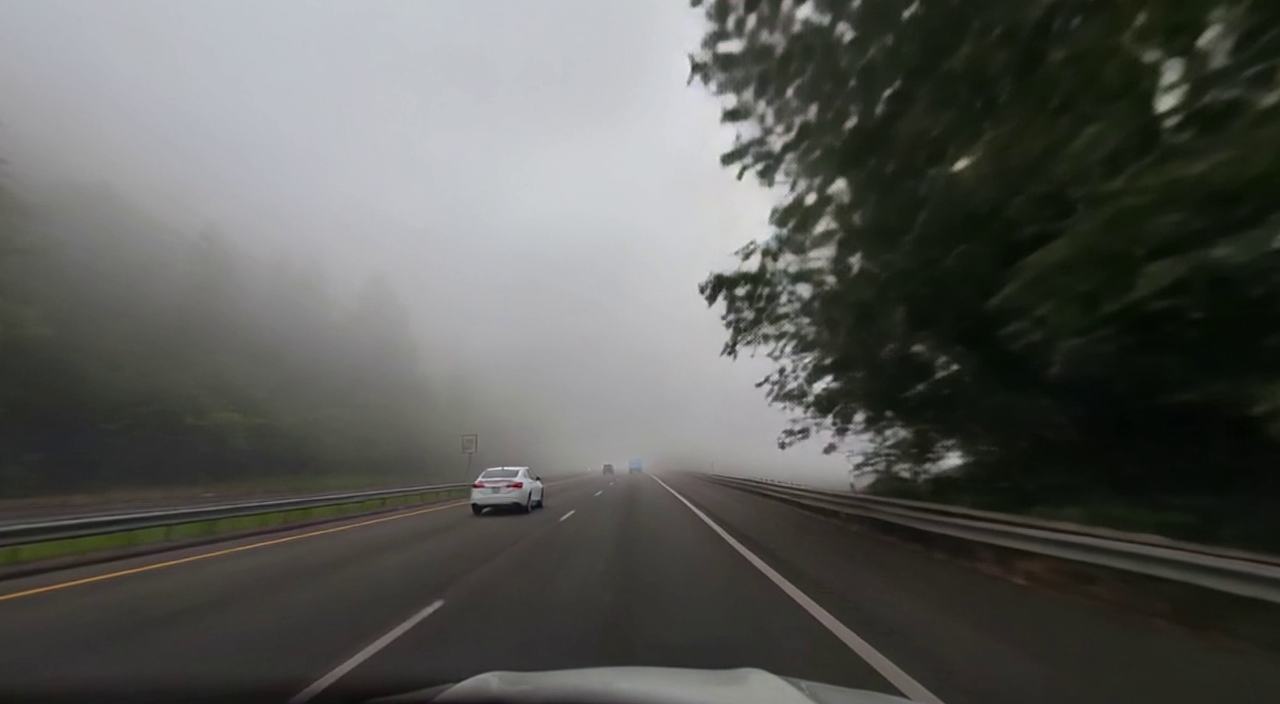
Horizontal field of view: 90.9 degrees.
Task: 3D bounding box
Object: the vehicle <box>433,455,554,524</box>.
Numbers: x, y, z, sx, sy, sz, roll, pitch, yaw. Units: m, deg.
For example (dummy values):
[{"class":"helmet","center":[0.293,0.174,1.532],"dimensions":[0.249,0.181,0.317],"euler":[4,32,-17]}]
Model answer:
[{"class":"vehicle","center":[-3.697,3.608,16.879],"dimensions":[2.006,1.516,4.820],"euler":[1,-11,1]}]
